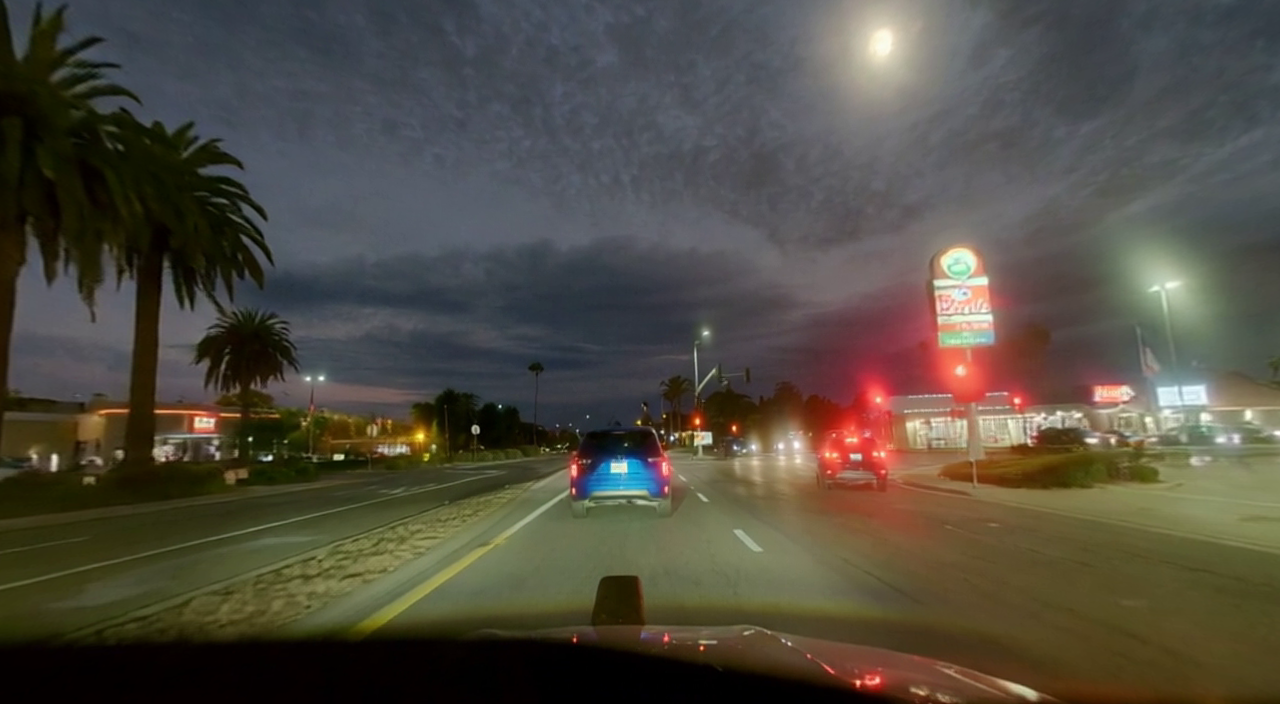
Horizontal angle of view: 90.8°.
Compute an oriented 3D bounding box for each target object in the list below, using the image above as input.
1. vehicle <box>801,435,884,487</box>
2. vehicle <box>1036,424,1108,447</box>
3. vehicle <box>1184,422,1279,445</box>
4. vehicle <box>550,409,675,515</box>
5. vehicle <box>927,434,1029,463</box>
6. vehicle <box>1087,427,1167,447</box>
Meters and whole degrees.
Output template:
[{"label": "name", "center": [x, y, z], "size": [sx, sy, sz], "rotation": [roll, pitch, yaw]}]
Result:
[{"label": "vehicle", "center": [6.856, 3.713, 21.890], "size": [2.086, 1.560, 4.542], "rotation": [-1, -9, 9]}, {"label": "vehicle", "center": [31.966, 6.222, 46.883], "size": [4.167, 1.655, 1.841], "rotation": [-5, -10, 31]}, {"label": "vehicle", "center": [39.300, 5.441, 41.935], "size": [4.527, 1.458, 1.778], "rotation": [-6, -10, 34]}, {"label": "vehicle", "center": [-0.528, 2.360, 13.931], "size": [2.263, 1.932, 4.709], "rotation": [0, -9, -1]}, {"label": "vehicle", "center": [18.294, 5.217, 34.225], "size": [4.745, 1.474, 1.923], "rotation": [2, -9, -14]}, {"label": "vehicle", "center": [36.728, 6.448, 47.772], "size": [4.551, 1.471, 1.800], "rotation": [-5, -10, 32]}]
